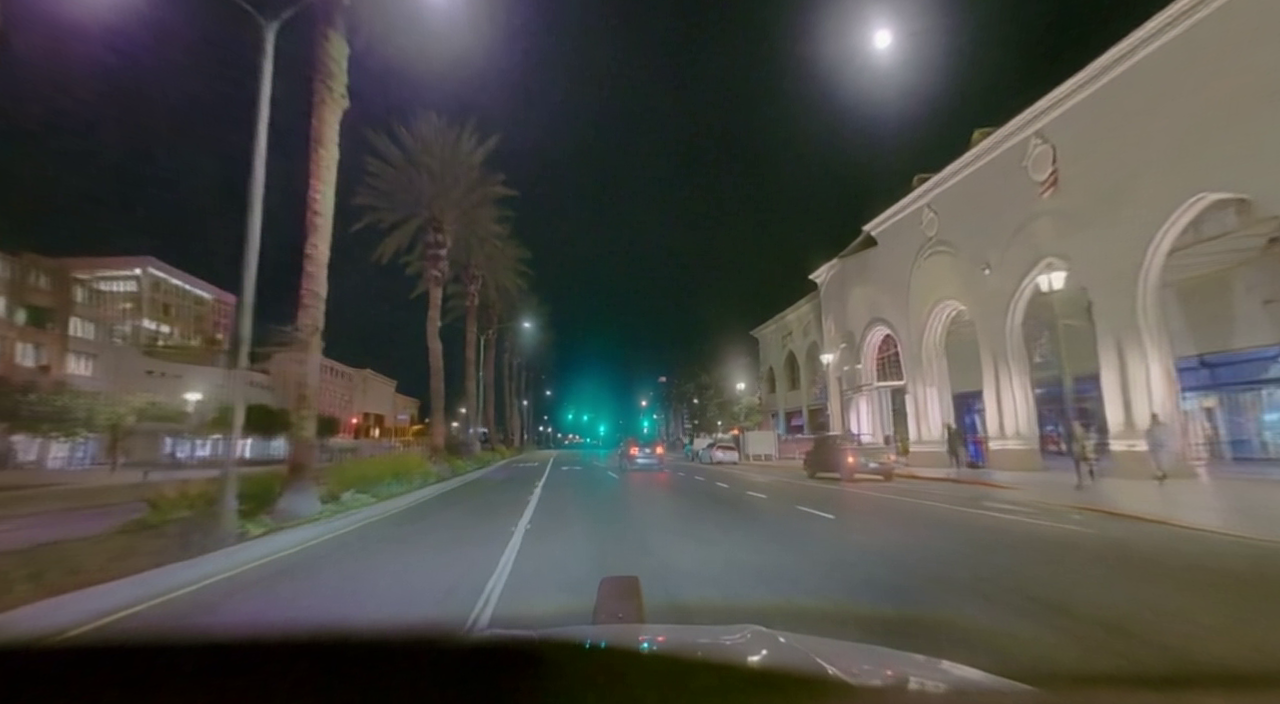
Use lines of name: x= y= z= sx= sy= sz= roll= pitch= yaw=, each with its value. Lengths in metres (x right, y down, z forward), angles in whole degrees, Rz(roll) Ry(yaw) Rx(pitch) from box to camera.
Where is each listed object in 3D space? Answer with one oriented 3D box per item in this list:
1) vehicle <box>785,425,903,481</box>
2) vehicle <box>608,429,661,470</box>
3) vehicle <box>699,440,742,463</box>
vehicle: x=8.189 y=4.147 z=26.138 sx=2.417 sy=2.030 sz=5.711 roll=1 pitch=-9 yaw=-7
vehicle: x=-0.447 y=5.386 z=34.960 sx=2.284 sy=2.010 sz=6.670 roll=1 pitch=-9 yaw=-6
vehicle: x=5.721 y=7.141 z=45.407 sx=2.015 sy=1.486 sz=4.501 roll=1 pitch=-9 yaw=-6
